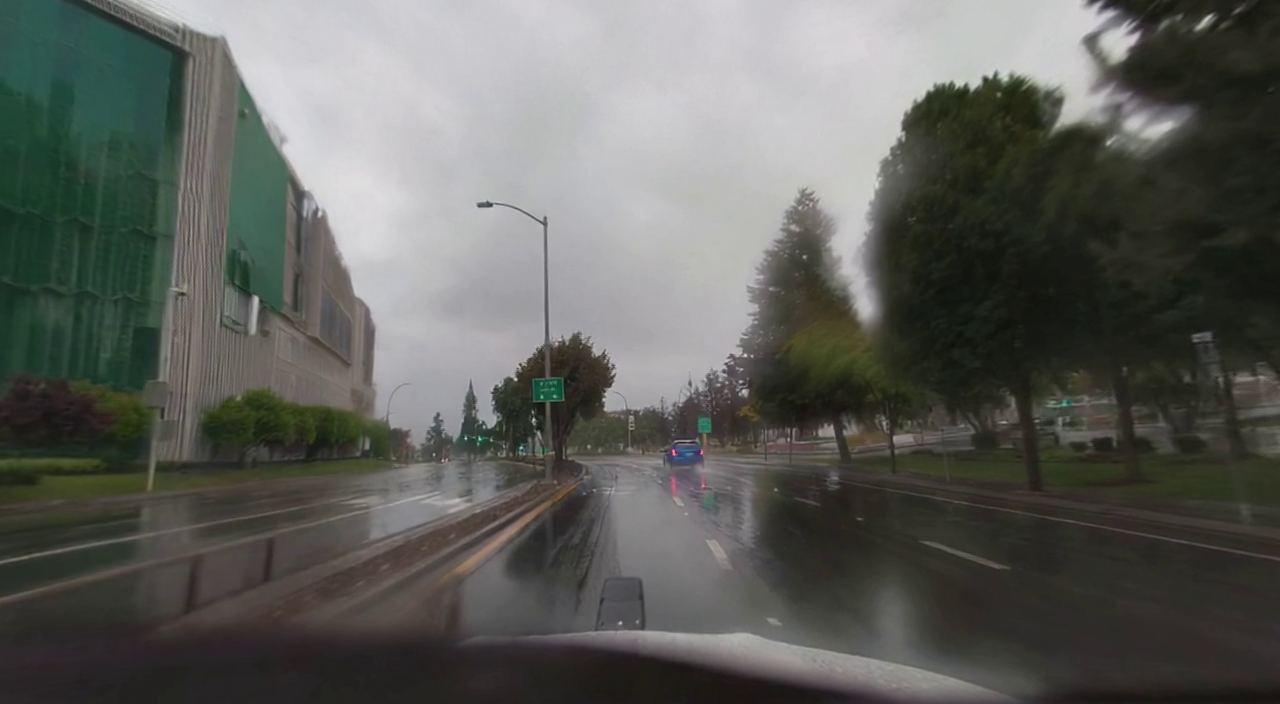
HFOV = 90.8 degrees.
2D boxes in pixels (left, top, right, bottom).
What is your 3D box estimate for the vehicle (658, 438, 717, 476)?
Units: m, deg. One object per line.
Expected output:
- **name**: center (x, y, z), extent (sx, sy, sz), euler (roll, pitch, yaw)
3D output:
- **vehicle**: center (2.180, 4.989, 30.167), extent (2.165, 1.633, 4.381), euler (0, -8, -4)
